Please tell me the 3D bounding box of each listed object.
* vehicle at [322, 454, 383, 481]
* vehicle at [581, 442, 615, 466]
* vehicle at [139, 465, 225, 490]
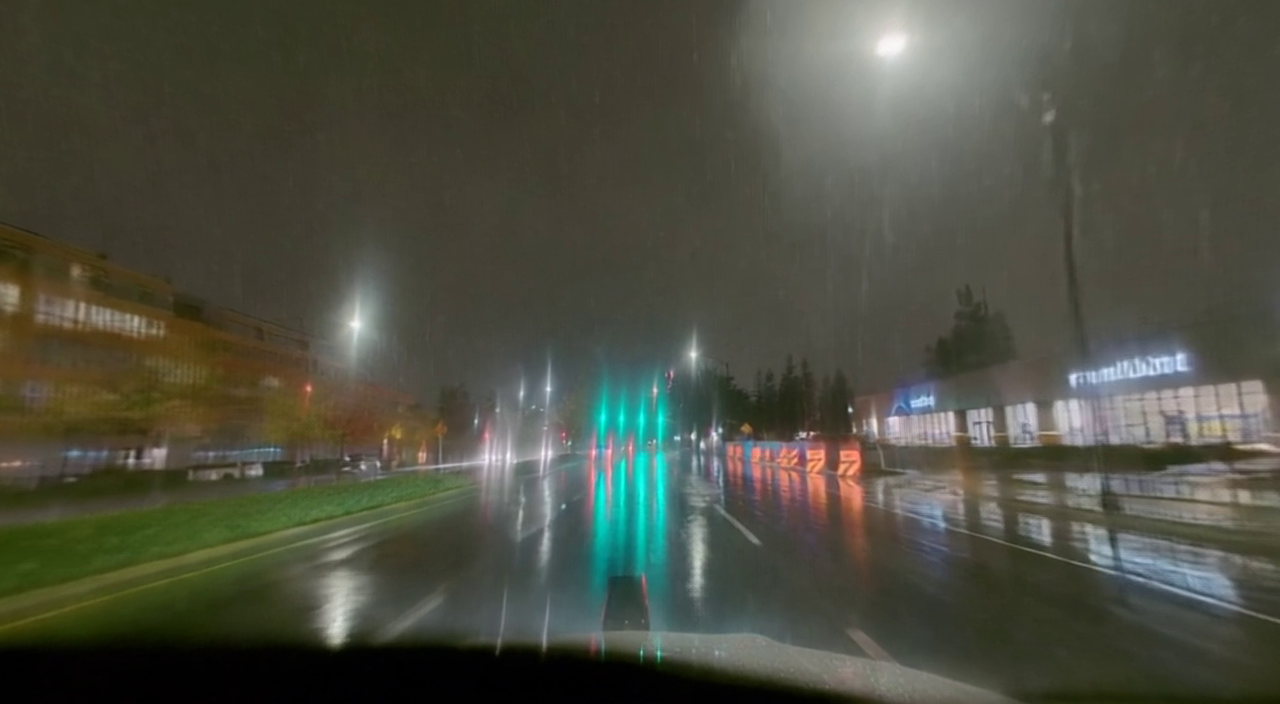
[{"bbox_3d":[-21.740,8.716,47.890,2.262,1.703,4.728,-5,-8,3],"label":"vehicle"},{"bbox_3d":[-2.653,6.557,40.677,1.926,1.442,4.231,0,-8,0],"label":"vehicle"},{"bbox_3d":[-33.231,9.117,45.829,4.764,1.448,1.876,-3,-8,-3],"label":"vehicle"}]
